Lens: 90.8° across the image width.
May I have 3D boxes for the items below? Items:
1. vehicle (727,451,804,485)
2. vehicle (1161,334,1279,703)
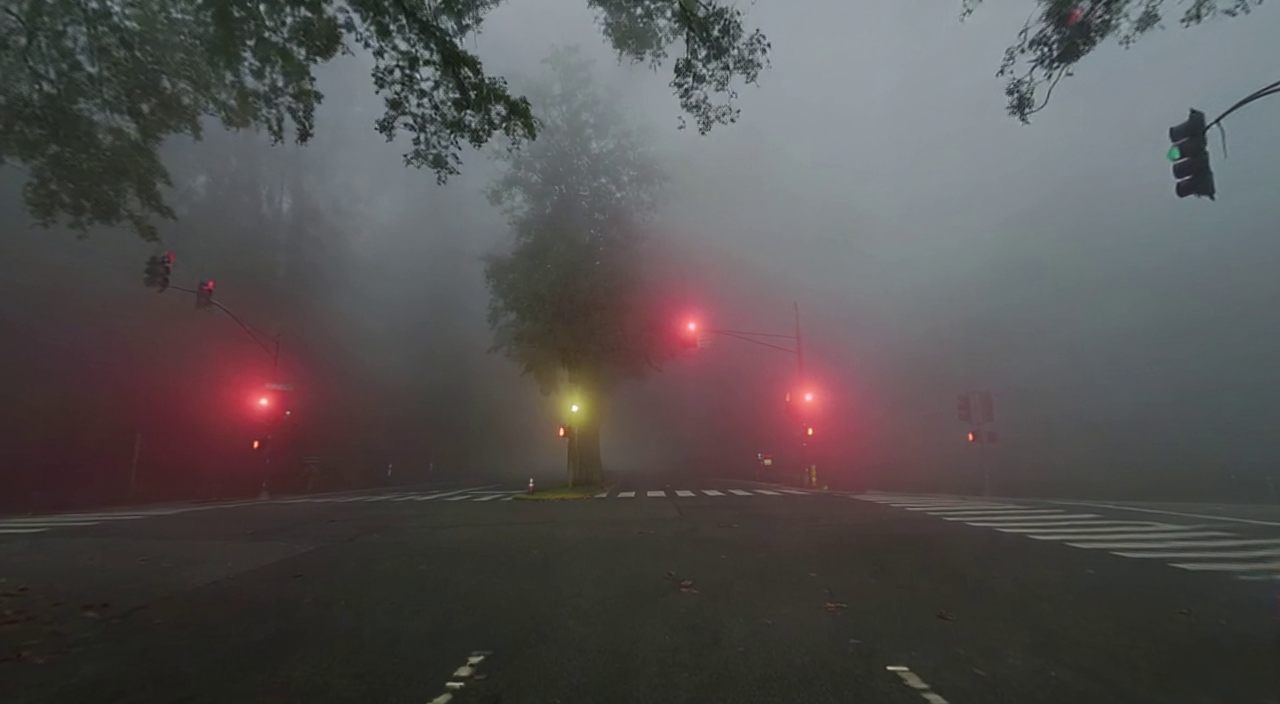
[{"bbox_3d":[8.836,8.241,45.431,2.771,2.214,7.159,2,-9,-12],"label":"vehicle"},{"bbox_3d":[3.244,0.473,0.116,2.140,1.655,4.786,0,-9,-1],"label":"vehicle"}]
